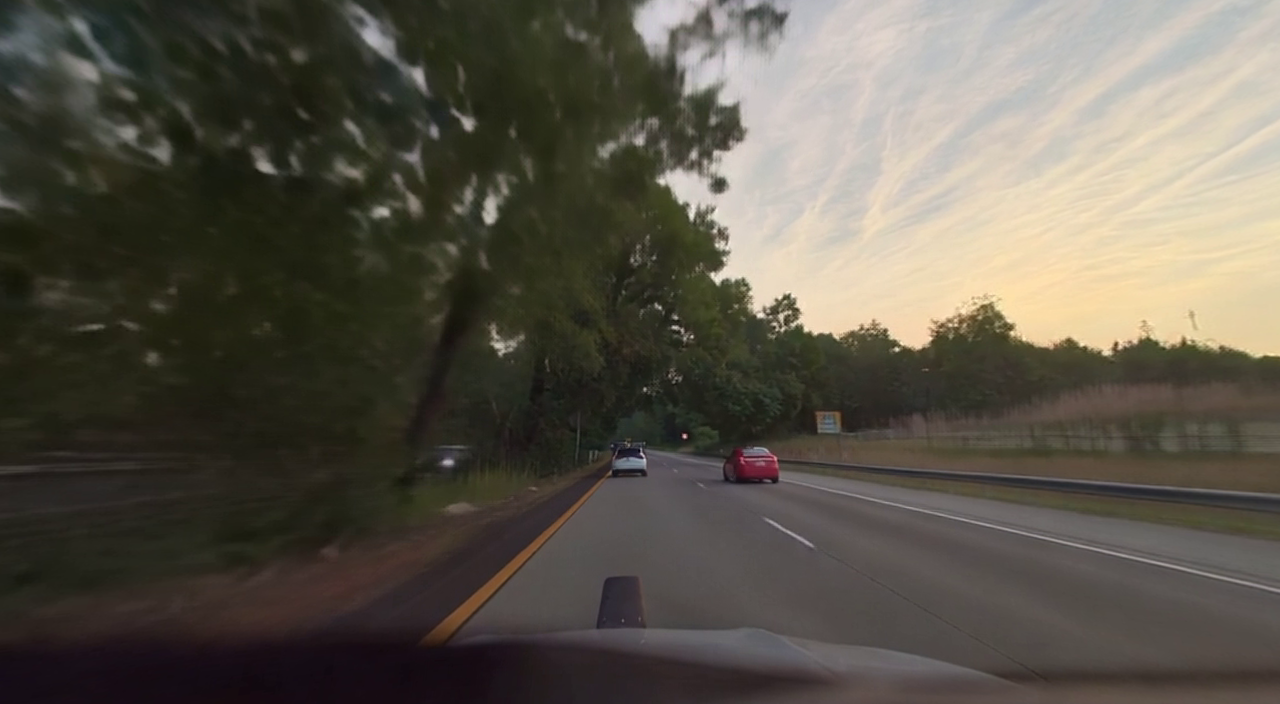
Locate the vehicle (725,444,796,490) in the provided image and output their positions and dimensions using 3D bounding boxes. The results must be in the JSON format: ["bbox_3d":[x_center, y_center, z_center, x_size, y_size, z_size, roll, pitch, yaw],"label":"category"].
[{"bbox_3d":[4.142,3.988,22.152,1.757,1.459,3.398,0,-9,-1],"label":"vehicle"}]

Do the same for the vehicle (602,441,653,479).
[{"bbox_3d":[-0.538,4.850,28.406,2.120,1.575,4.018,0,-9,0],"label":"vehicle"}]

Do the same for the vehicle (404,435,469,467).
[{"bbox_3d":[-11.346,5.583,35.507,2.192,1.677,4.473,0,-9,0],"label":"vehicle"}]
